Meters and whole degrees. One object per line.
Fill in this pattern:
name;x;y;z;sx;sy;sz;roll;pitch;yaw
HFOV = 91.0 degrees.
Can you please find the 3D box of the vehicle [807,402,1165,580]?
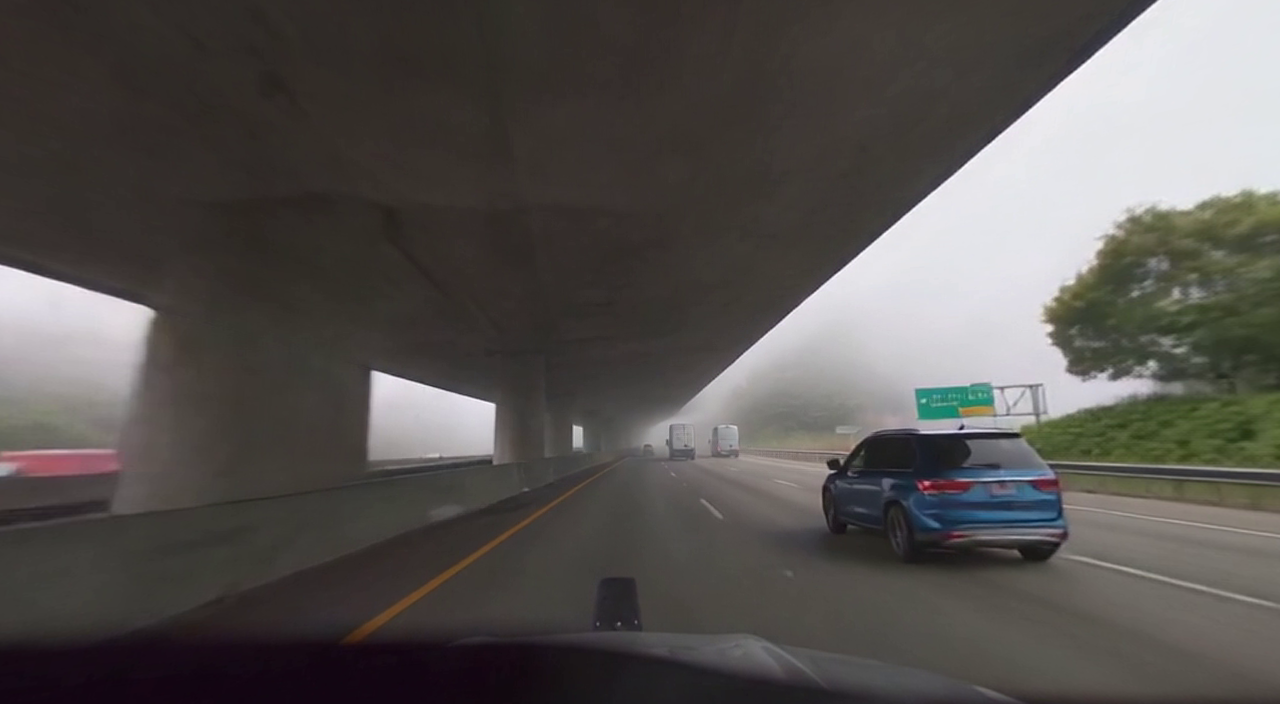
vehicle;3.933;1.666;8.352;2.148;1.691;4.443;0;-8;-1
